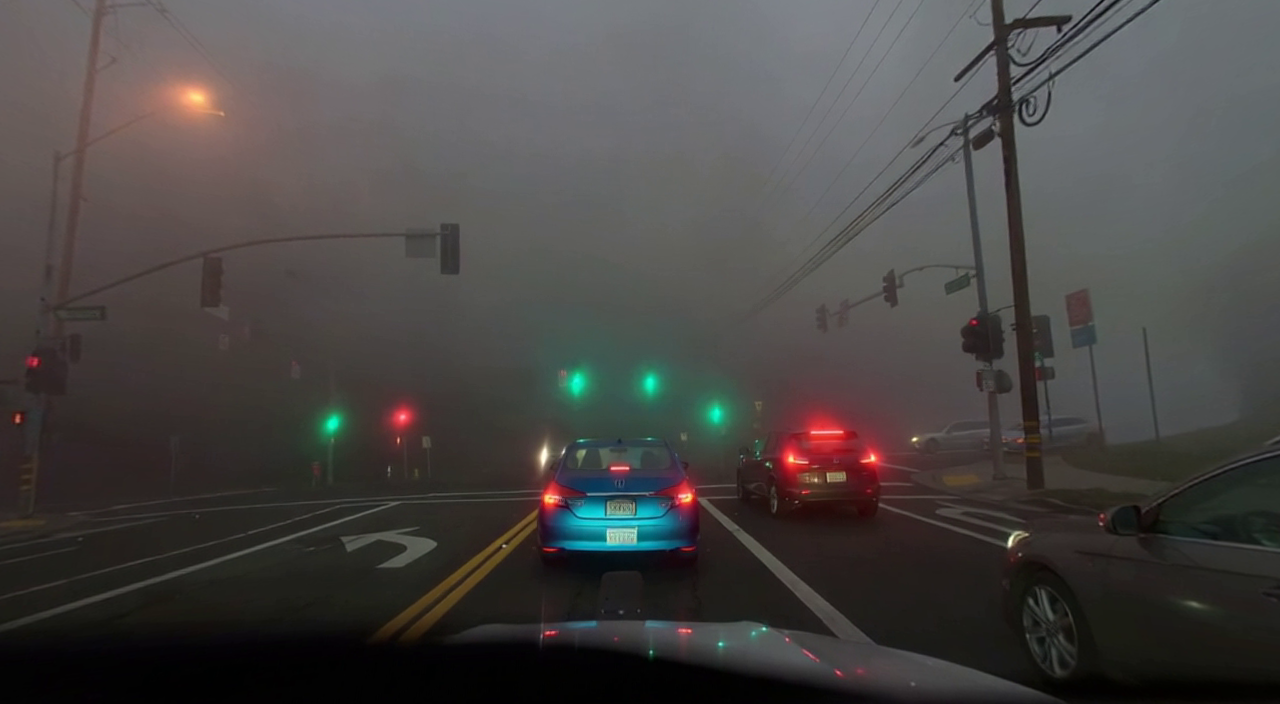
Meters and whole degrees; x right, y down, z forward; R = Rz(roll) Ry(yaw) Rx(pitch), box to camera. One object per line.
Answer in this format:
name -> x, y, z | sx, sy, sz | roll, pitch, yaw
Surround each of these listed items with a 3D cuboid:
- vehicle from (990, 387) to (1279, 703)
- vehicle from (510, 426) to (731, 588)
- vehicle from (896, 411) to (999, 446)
vehicle -> 2.931, 0.826, 1.703 | 1.860, 1.494, 3.707 | 0, -8, 1
vehicle -> -0.218, 1.760, 8.054 | 2.061, 1.485, 4.196 | 0, -8, -1
vehicle -> 16.463, 4.134, 33.952 | 4.431, 1.555, 1.886 | -4, -9, 2
